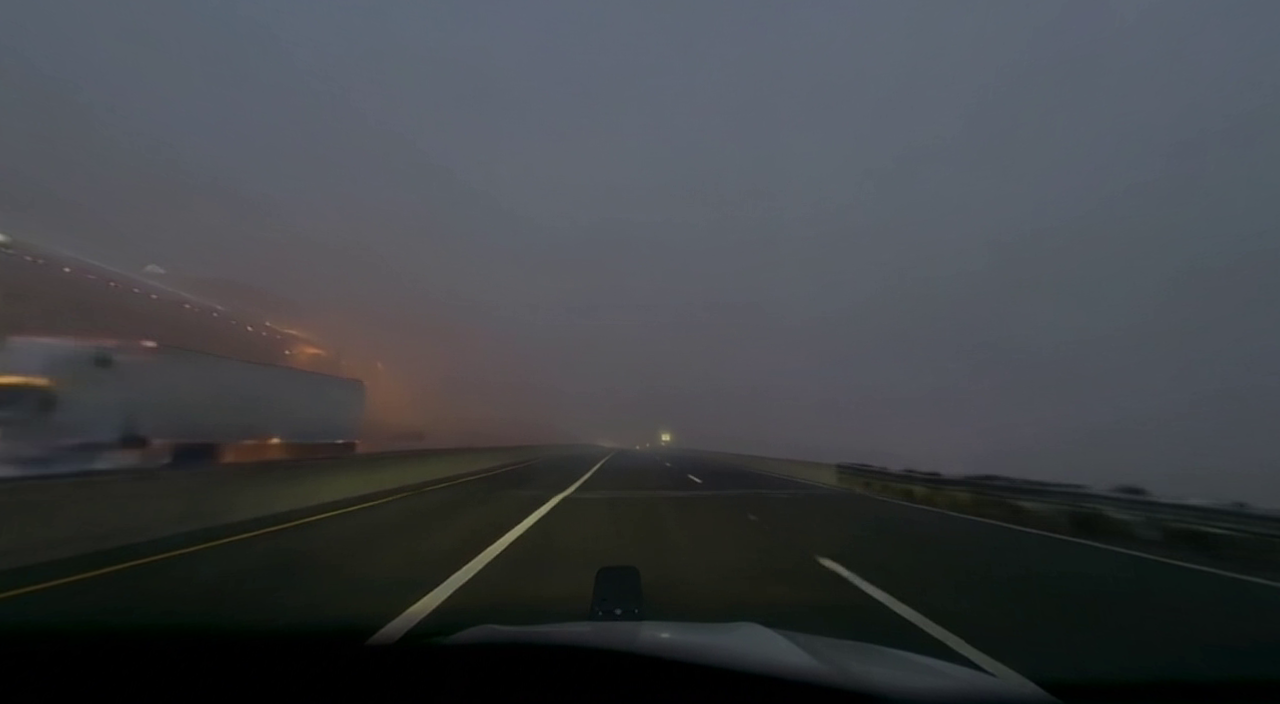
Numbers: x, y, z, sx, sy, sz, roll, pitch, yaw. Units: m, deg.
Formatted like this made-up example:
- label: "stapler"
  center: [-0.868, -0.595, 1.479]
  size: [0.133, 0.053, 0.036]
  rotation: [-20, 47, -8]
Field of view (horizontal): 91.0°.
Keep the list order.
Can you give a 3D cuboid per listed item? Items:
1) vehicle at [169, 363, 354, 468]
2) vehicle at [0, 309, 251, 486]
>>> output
- label: "vehicle"
  center: [-15.820, 2.907, 27.343]
  size: [2.815, 3.888, 8.167]
  rotation: [0, -8, 0]
- label: "vehicle"
  center: [-15.733, 1.564, 17.800]
  size: [2.898, 3.893, 10.289]
  rotation: [0, -8, -1]
